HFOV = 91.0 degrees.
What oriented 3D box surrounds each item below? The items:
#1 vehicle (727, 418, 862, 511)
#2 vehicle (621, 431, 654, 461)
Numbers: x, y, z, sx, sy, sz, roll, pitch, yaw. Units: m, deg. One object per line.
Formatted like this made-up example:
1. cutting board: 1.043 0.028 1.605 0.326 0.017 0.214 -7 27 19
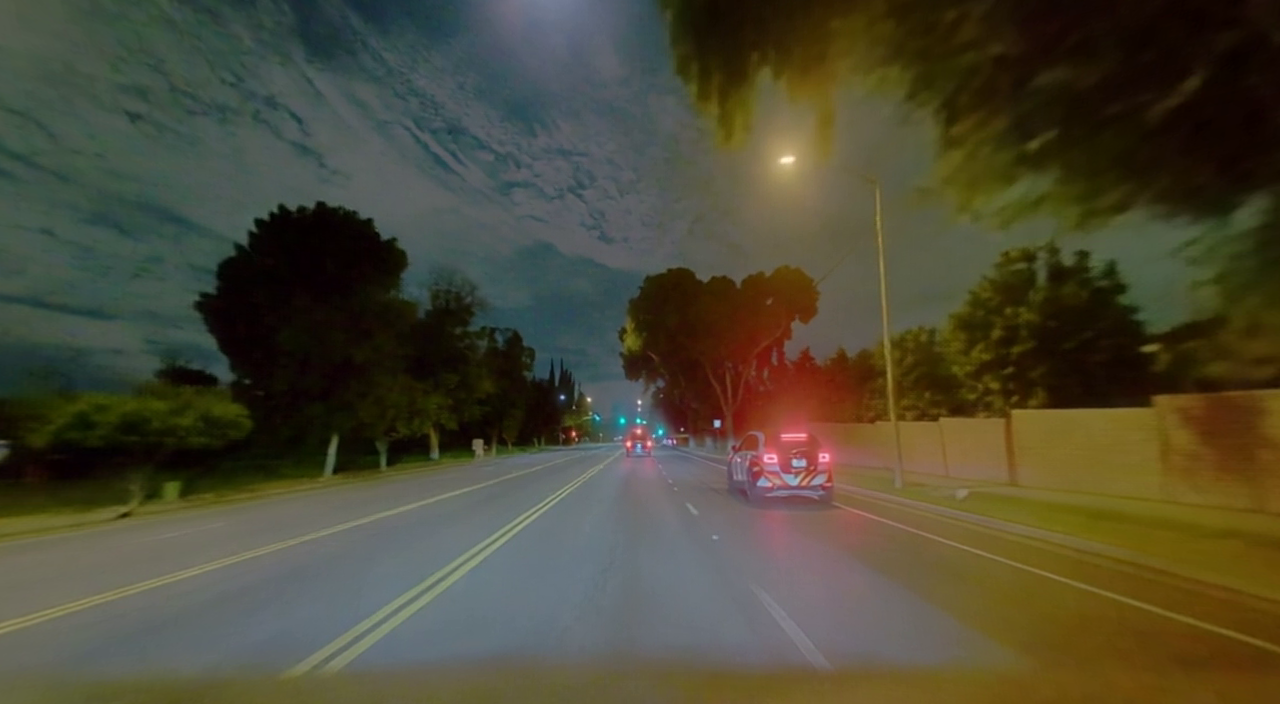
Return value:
1. vehicle: 3.155 2.405 13.803 1.840 1.709 4.202 0 -9 -1
2. vehicle: -0.179 5.985 40.038 1.984 1.777 3.148 0 -9 -1
